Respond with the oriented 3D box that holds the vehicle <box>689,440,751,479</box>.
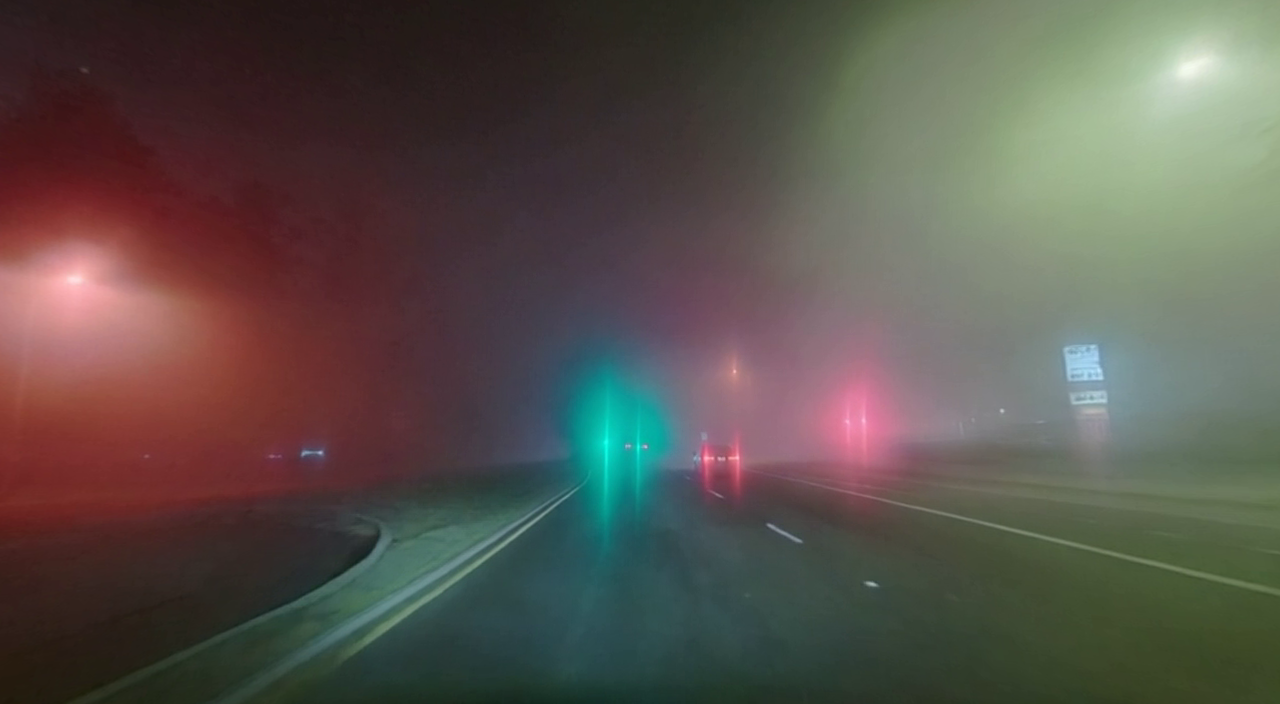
[{"bbox_3d":[3.317,4.543,27.021,1.948,1.479,4.620,0,-9,-2],"label":"vehicle"}]
